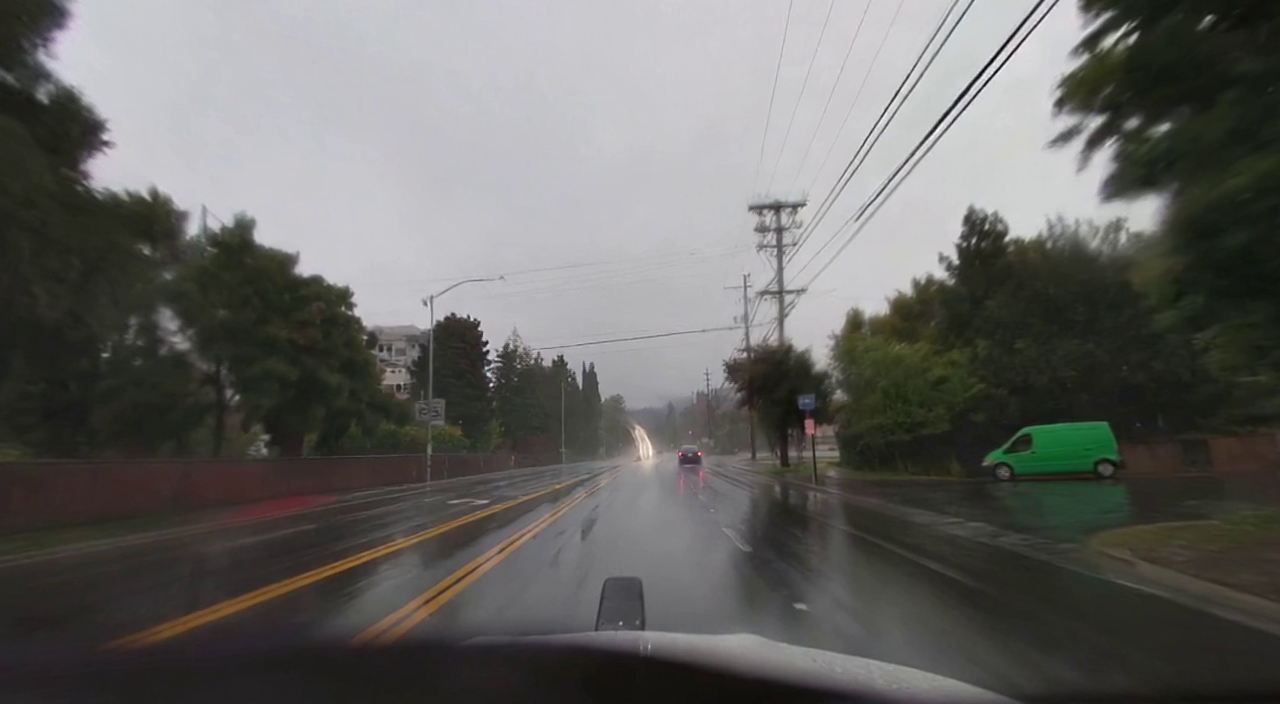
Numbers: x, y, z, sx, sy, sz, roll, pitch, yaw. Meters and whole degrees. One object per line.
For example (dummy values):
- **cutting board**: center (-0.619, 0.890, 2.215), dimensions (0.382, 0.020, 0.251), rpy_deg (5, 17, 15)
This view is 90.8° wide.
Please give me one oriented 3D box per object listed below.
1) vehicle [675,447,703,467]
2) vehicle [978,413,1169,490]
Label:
- **vehicle**: center (3.655, 7.892, 47.634), dimensions (2.015, 1.467, 4.117), rpy_deg (-1, -9, 4)
- **vehicle**: center (12.125, 2.849, 18.184), dimensions (1.939, 1.839, 4.674), rpy_deg (-2, -9, -2)
